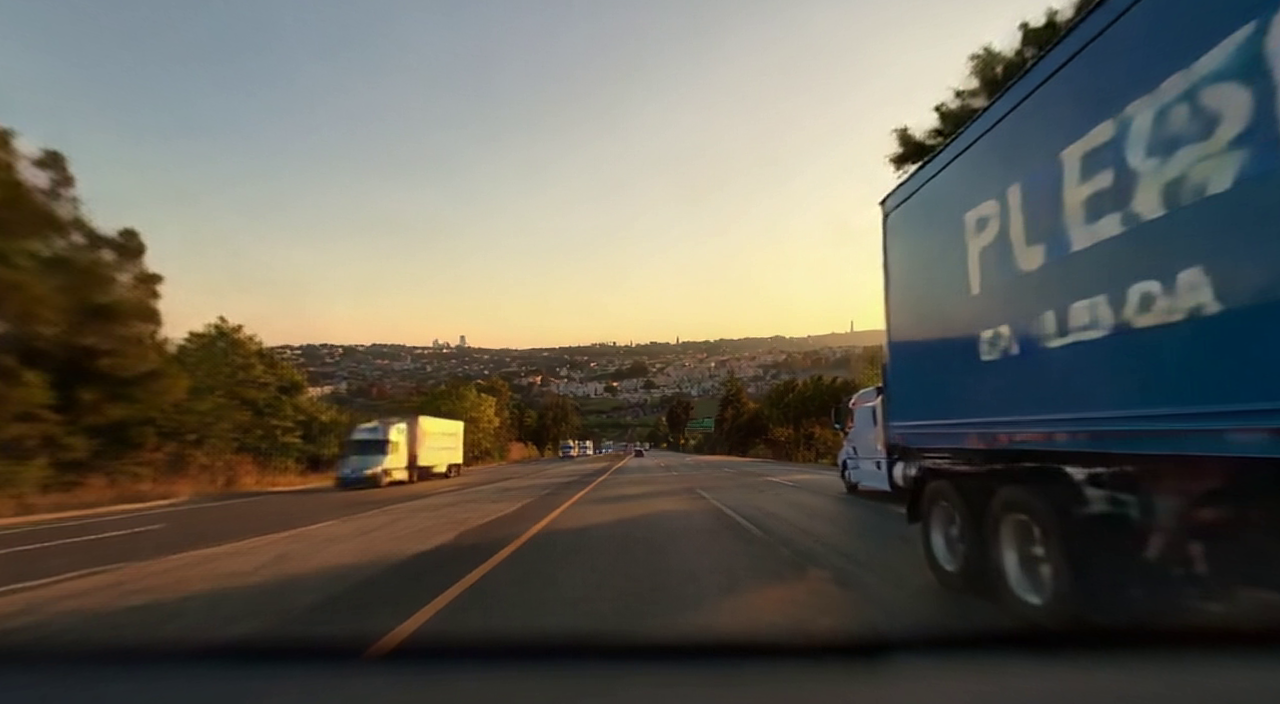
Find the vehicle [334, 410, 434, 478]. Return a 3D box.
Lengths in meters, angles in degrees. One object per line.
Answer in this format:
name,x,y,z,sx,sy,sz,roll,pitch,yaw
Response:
vehicle,-15.679,5.774,39.403,3.119,3.797,7.398,0,-9,-1

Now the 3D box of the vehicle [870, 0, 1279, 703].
vehicle,3.727,-0.491,1.839,2.982,4.164,7.753,0,-9,-1
